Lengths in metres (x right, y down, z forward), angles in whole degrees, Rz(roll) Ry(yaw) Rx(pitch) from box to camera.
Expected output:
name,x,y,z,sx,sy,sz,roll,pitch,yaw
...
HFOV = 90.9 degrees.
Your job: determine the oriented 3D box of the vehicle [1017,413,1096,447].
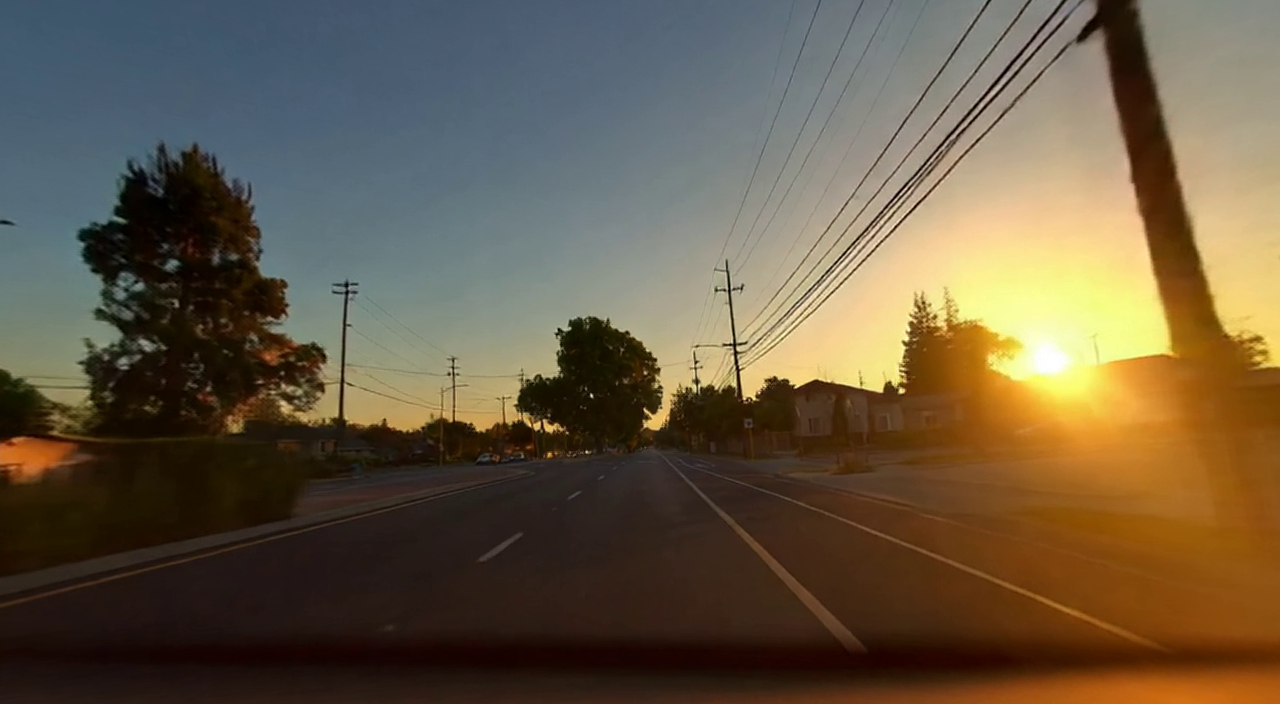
name,x,y,z,sx,sy,sz,roll,pitch,yaw
vehicle,26.704,5.109,40.634,2.009,2.044,4.571,-1,-8,2
